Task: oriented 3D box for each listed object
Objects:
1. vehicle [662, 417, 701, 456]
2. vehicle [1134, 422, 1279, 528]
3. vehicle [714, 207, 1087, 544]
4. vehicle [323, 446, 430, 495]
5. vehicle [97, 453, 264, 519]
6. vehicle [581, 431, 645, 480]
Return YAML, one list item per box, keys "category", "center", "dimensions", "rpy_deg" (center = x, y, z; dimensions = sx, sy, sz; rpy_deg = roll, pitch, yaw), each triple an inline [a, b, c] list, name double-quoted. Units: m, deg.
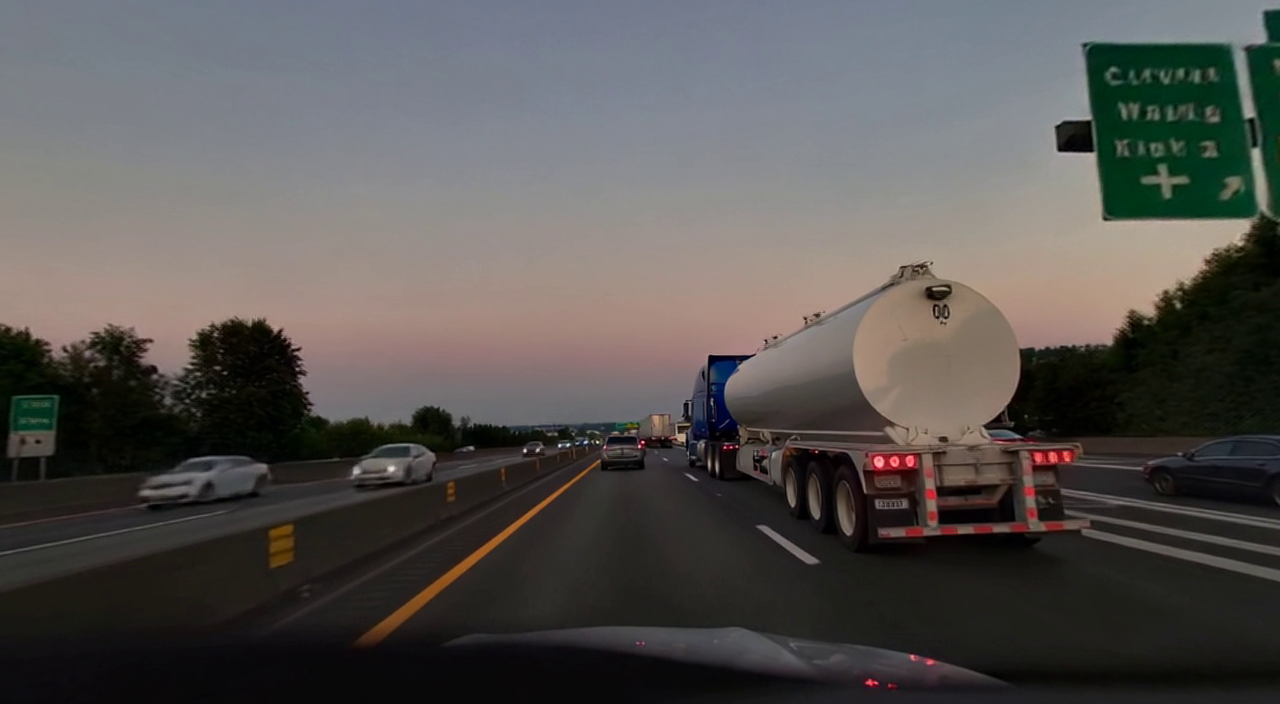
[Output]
- category: "vehicle"
  center: [3.133, 6.552, 48.820]
  dimensions: [2.475, 2.782, 4.986]
  rpy_deg: [0, -8, -3]
- category: "vehicle"
  center: [9.832, 1.798, 9.357]
  dimensions: [1.739, 1.471, 3.889]
  rpy_deg: [0, -8, -2]
- category: "vehicle"
  center: [3.502, 0.835, 11.906]
  dimensions: [2.826, 3.905, 9.262]
  rpy_deg: [0, -8, -1]
- category: "vehicle"
  center: [-8.941, 4.035, 21.860]
  dimensions: [1.951, 1.460, 4.219]
  rpy_deg: [0, -8, -1]
- category: "vehicle"
  center: [-12.799, 3.696, 17.951]
  dimensions: [1.905, 1.541, 4.030]
  rpy_deg: [0, -8, -4]
- category: "vehicle"
  center: [-0.861, 3.481, 21.480]
  dimensions: [2.000, 1.510, 3.518]
  rpy_deg: [0, -8, 0]
